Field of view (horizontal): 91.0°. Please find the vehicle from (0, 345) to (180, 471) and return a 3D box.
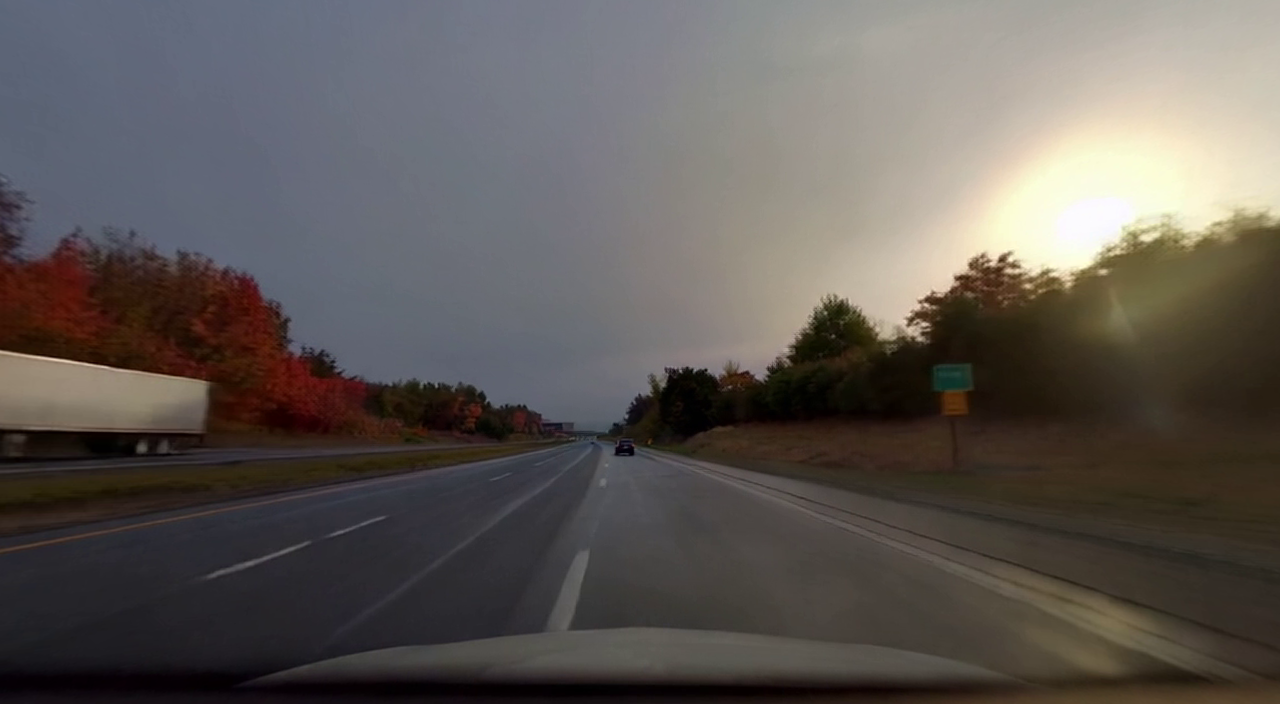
[{"bbox_3d":[-22.332,1.952,21.353,3.012,4.071,14.519,0,-8,-3],"label":"vehicle"}]
